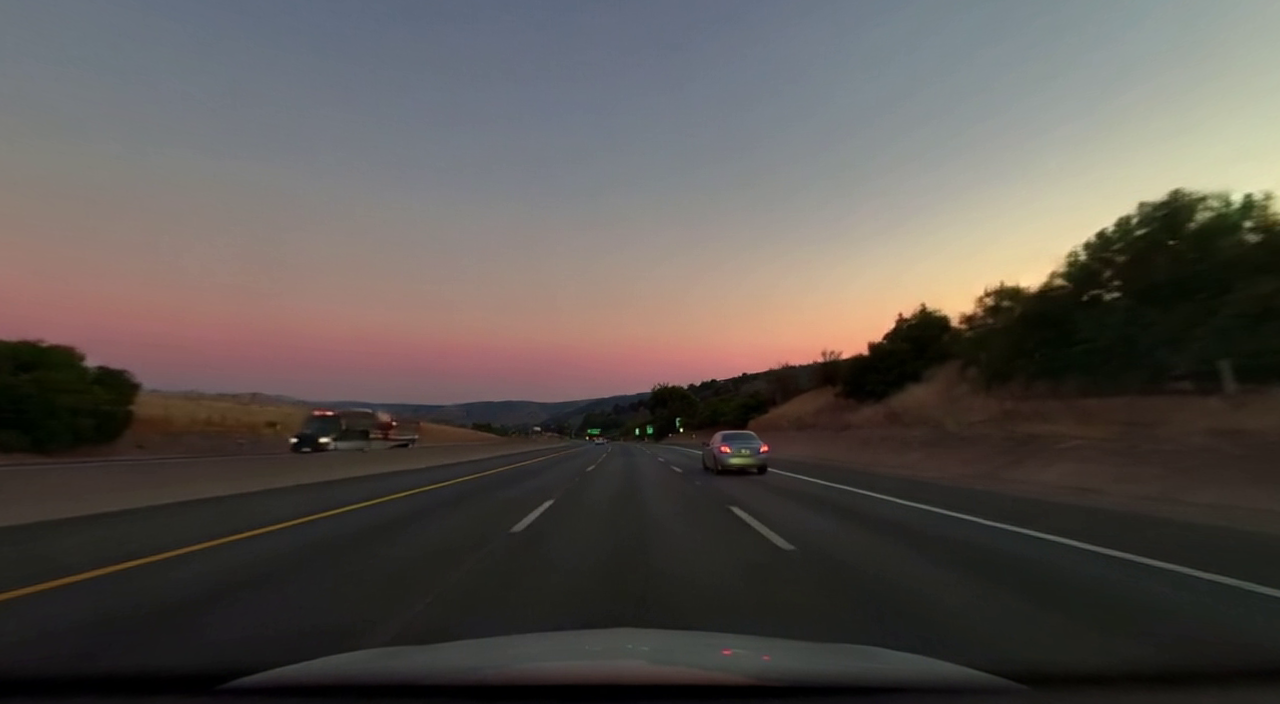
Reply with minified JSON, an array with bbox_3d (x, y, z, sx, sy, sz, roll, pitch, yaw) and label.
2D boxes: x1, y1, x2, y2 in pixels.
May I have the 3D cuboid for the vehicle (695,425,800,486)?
[{"bbox_3d":[3.143,3.130,19.382,2.349,1.651,4.161,0,-8,-2],"label":"vehicle"}]

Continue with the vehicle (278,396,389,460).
[{"bbox_3d":[-21.054,5.421,44.094,3.007,3.947,9.620,0,-8,-1],"label":"vehicle"}]
